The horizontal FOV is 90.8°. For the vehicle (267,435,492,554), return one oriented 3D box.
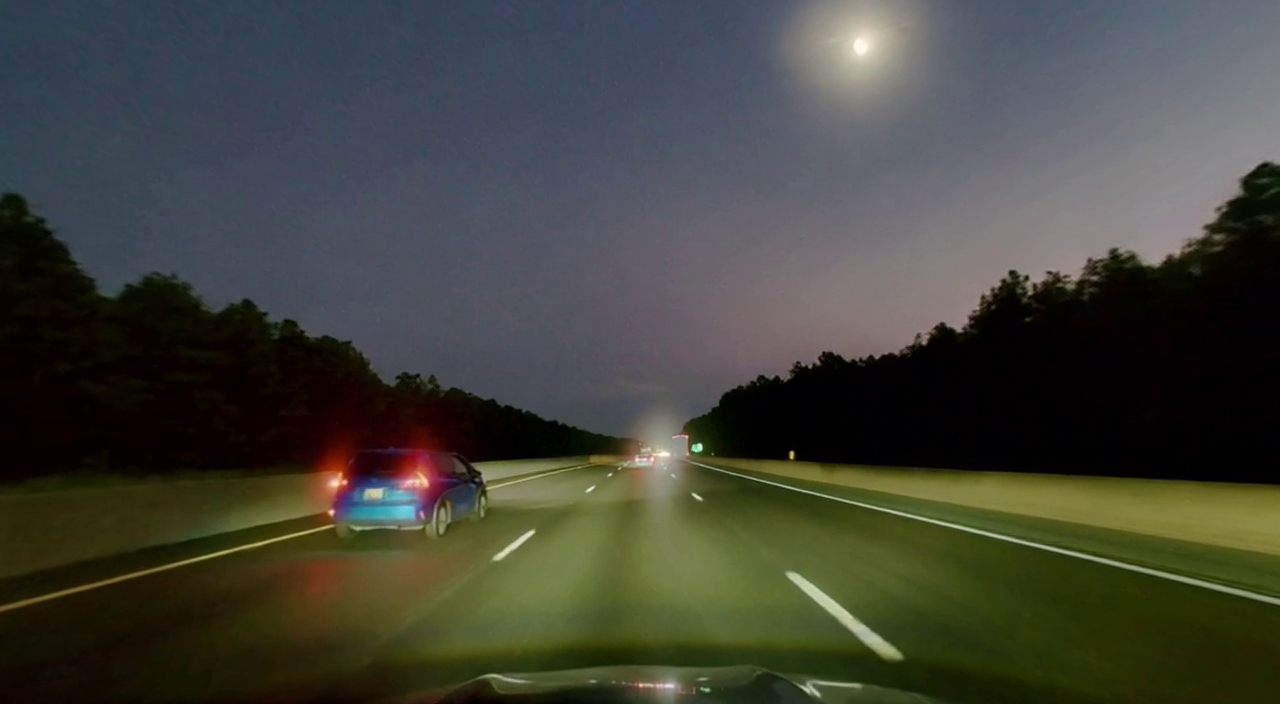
[{"bbox_3d":[-3.883,2.171,10.256,1.927,1.530,3.874,0,-9,1],"label":"vehicle"}]

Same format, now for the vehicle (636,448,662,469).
[{"bbox_3d":[0.697,8.371,49.751,2.006,1.586,3.915,0,-9,1],"label":"vehicle"}]
